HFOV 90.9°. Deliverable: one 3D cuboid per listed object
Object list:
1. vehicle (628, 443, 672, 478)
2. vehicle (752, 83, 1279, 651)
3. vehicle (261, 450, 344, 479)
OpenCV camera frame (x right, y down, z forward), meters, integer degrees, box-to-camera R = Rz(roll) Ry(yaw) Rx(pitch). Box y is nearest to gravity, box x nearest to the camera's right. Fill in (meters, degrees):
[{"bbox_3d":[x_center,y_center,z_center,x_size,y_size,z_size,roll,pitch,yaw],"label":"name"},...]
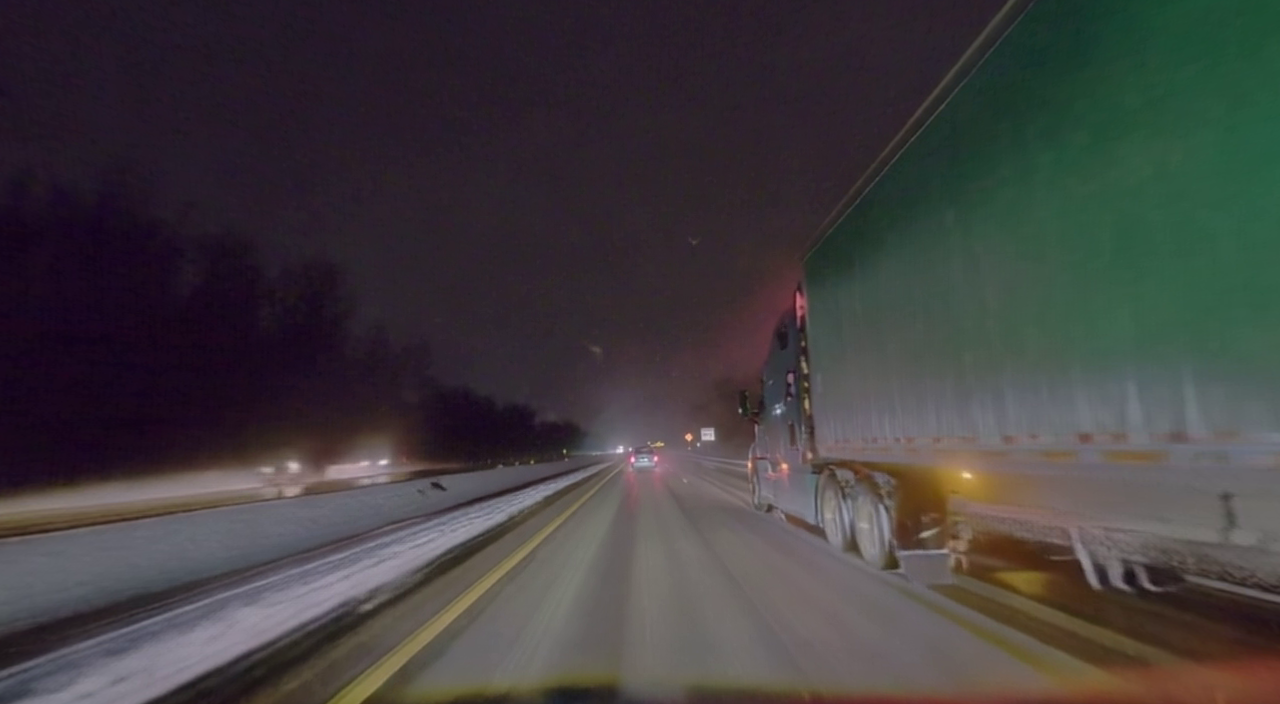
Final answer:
[{"bbox_3d":[0.440,5.174,30.390,1.968,1.515,4.025,0,-8,0],"label":"vehicle"},{"bbox_3d":[3.809,0.604,8.454,3.032,3.821,8.547,0,-8,0],"label":"vehicle"},{"bbox_3d":[-18.916,6.280,35.630,1.968,1.464,4.756,-1,-8,1],"label":"vehicle"}]
